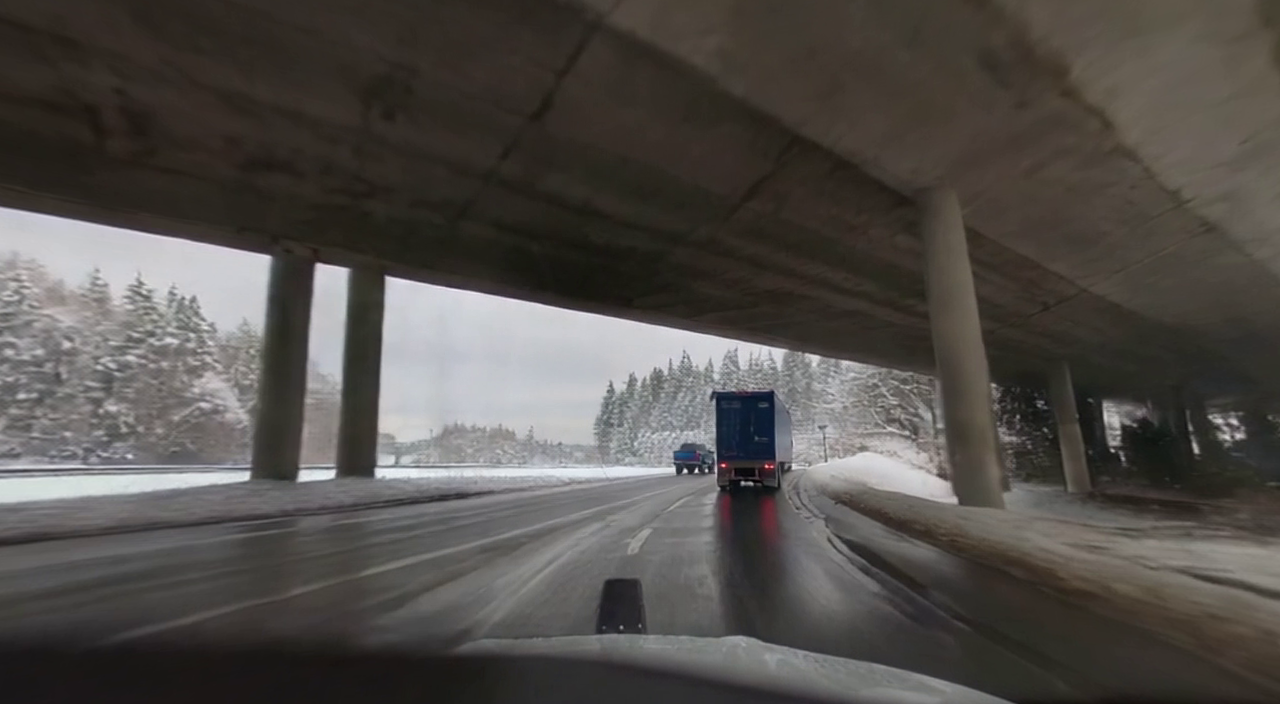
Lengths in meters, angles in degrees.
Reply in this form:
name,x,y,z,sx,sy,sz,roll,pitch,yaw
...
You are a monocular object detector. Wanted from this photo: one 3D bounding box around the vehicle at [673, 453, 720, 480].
name,x,y,z,sx,sy,sz,roll,pitch,yaw
vehicle,3.304,6.516,36.144,1.940,1.444,4.024,-3,-9,16
